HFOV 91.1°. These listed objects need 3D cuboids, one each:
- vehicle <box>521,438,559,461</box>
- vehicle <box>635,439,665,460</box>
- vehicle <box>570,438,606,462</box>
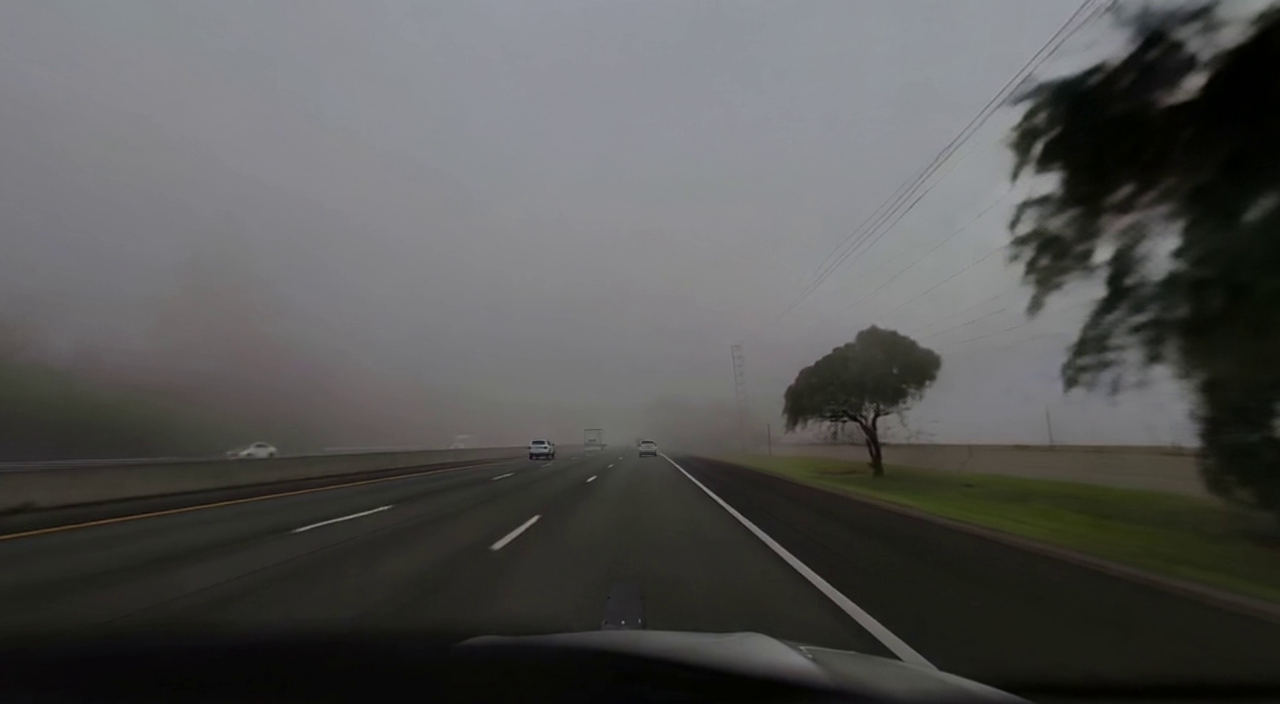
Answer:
[{"bbox_3d":[-7.052,6.926,44.736,1.936,1.497,4.251,0,-8,1],"label":"vehicle"},{"bbox_3d":[0.700,6.968,45.102,2.057,1.453,3.926,0,-8,1],"label":"vehicle"},{"bbox_3d":[-3.441,6.568,42.294,2.046,1.478,4.111,0,-8,1],"label":"vehicle"}]
